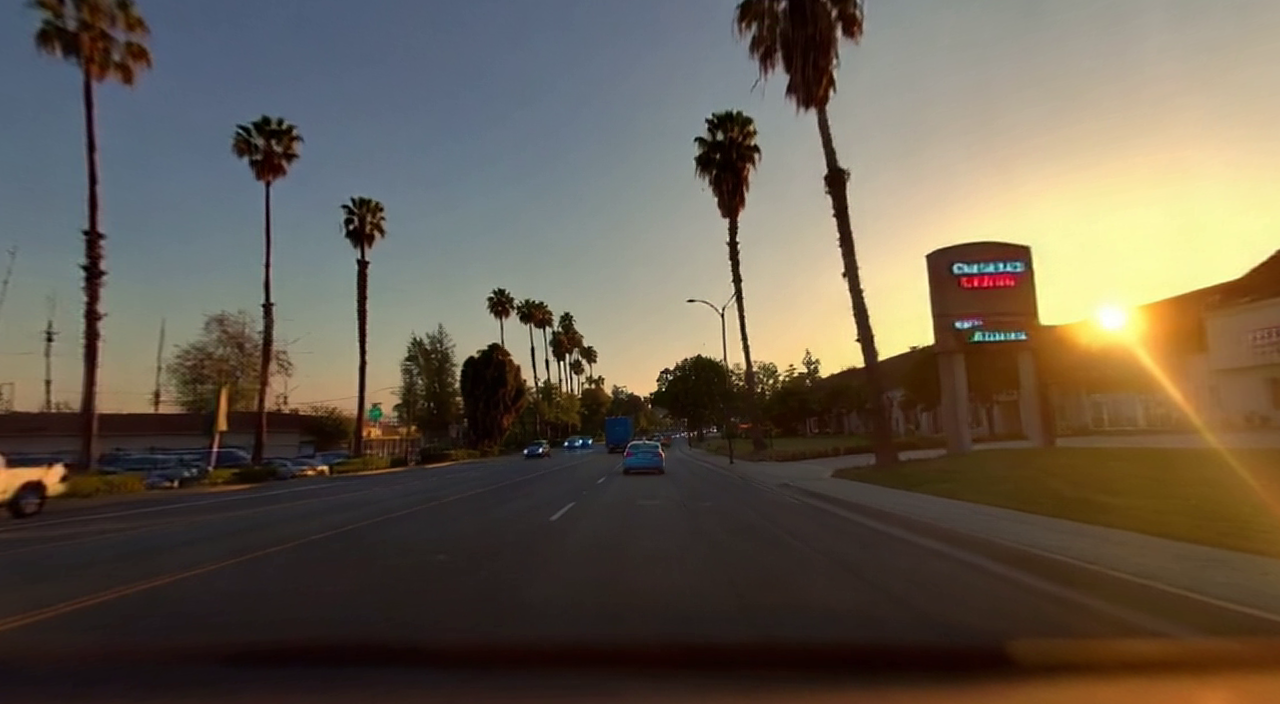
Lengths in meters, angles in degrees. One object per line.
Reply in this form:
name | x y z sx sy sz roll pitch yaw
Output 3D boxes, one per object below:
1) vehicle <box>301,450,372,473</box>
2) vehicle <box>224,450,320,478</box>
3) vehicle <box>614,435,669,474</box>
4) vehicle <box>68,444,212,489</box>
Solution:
vehicle | -21.476 7.675 44.367 4.320 1.496 2.046 4 -10 -28
vehicle | -21.253 6.462 36.436 4.440 1.498 2.001 3 -9 -20
vehicle | 0.070 4.313 26.609 2.144 1.514 4.063 0 -8 1
vehicle | -21.825 4.991 27.525 4.536 1.838 2.042 0 -8 2
